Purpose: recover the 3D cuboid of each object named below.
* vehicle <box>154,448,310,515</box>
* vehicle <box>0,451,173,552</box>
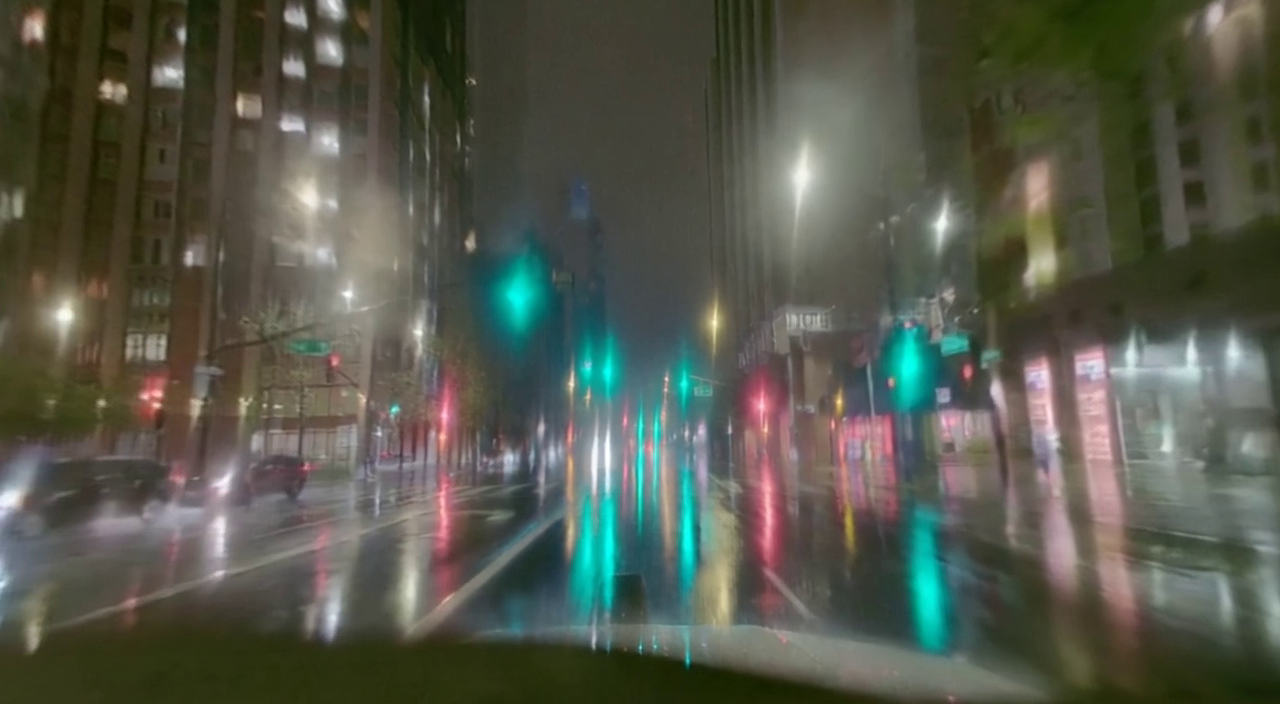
[{"bbox_3d":[-12.100,3.805,19.014,1.956,1.624,4.186,-3,-8,0],"label":"vehicle"},{"bbox_3d":[-12.120,2.867,12.529,1.898,1.724,4.445,-1,-8,5],"label":"vehicle"}]
